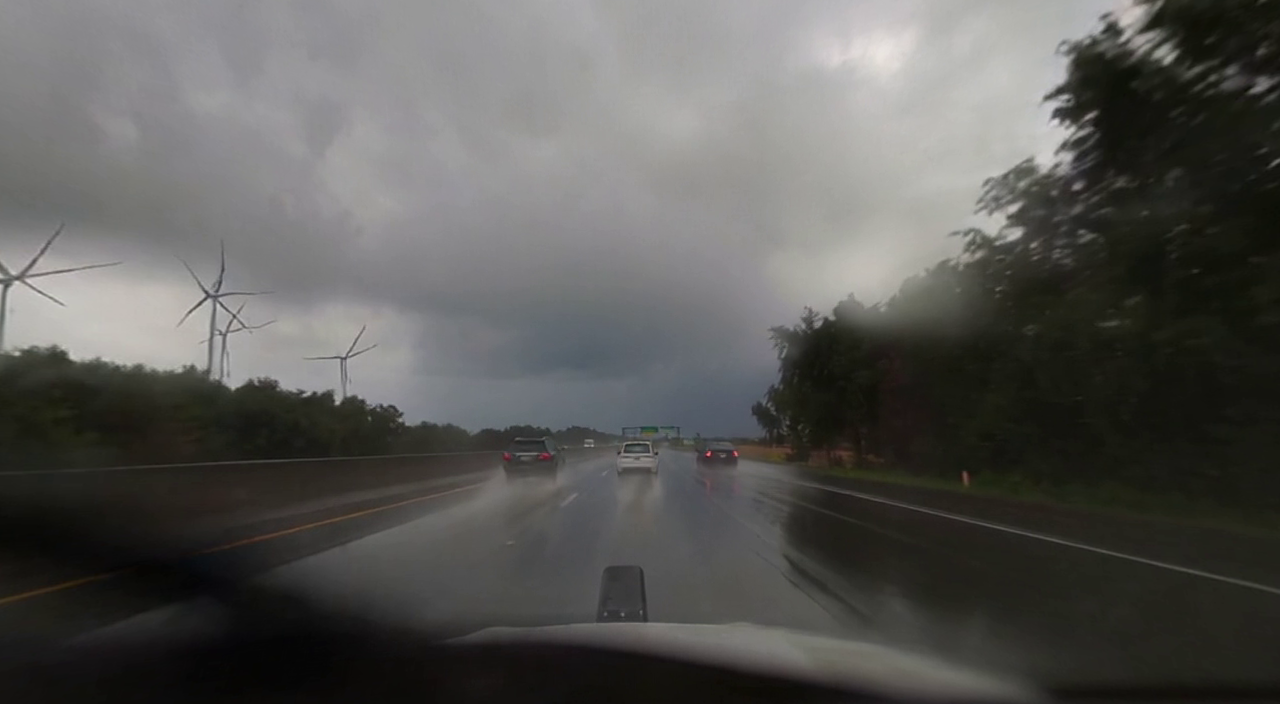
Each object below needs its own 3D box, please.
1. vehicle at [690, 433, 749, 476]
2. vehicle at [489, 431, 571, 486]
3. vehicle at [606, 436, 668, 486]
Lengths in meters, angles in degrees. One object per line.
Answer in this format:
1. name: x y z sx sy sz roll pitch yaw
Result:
1. vehicle: 3.679 4.878 30.211 2.104 1.861 4.956 0 -9 -1
2. vehicle: -3.907 3.896 23.293 2.131 1.784 4.635 -1 -9 1
3. vehicle: -0.120 3.965 23.228 2.083 1.653 3.787 0 -9 0
